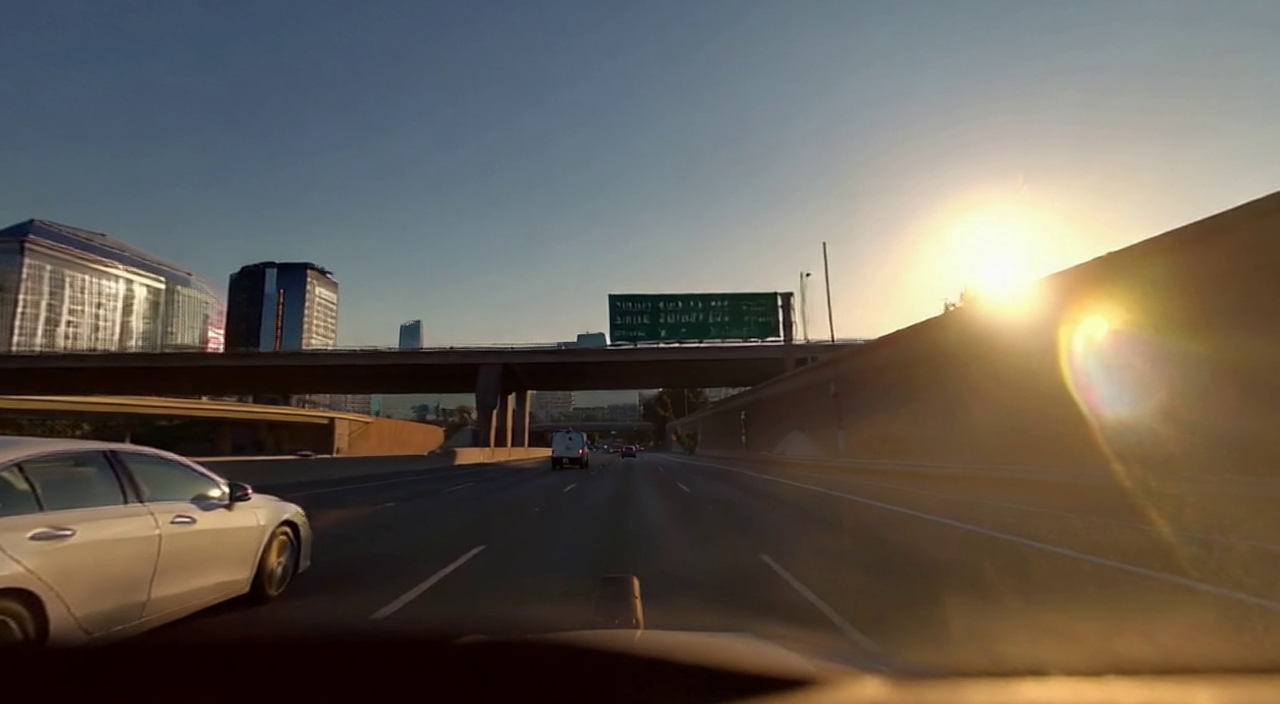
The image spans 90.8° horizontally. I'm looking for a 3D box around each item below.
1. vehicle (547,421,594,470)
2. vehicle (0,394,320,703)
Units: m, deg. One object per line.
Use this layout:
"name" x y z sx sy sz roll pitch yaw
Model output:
"vehicle" -4.426 6.140 41.477 2.364 2.953 6.732 0 -9 -1
"vehicle" -3.910 1.044 3.316 2.025 1.556 4.594 0 -9 0
